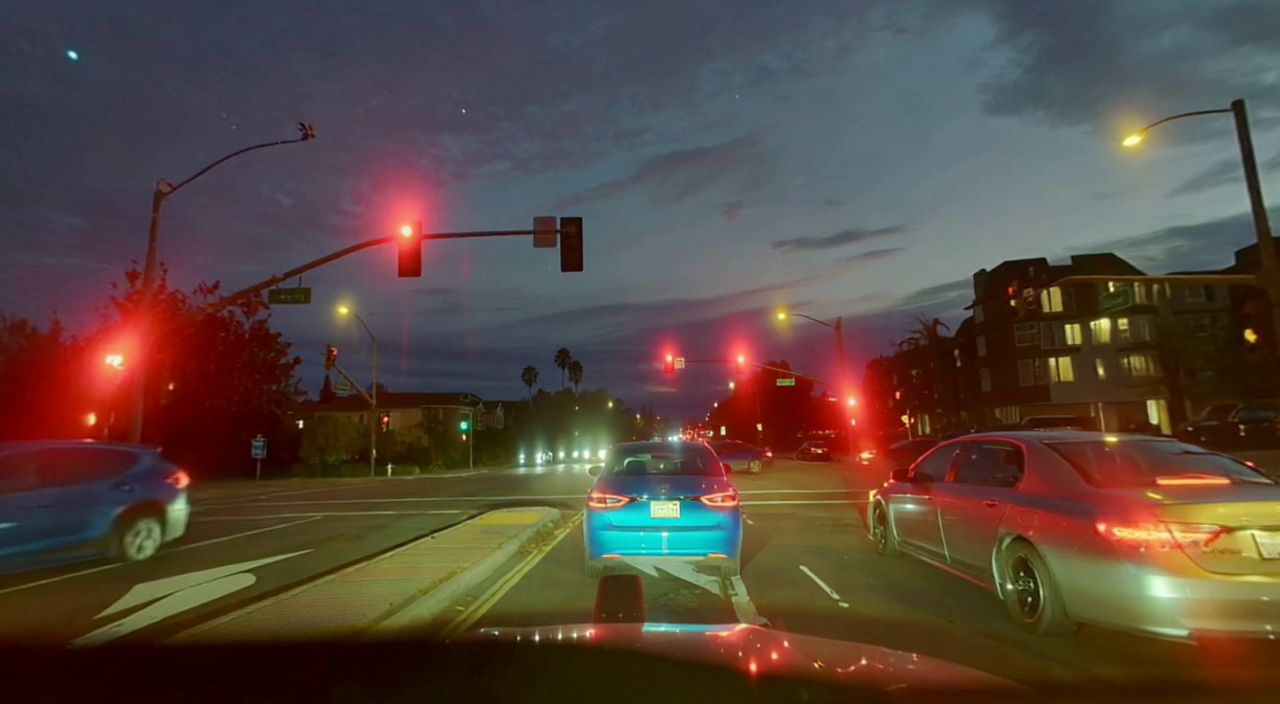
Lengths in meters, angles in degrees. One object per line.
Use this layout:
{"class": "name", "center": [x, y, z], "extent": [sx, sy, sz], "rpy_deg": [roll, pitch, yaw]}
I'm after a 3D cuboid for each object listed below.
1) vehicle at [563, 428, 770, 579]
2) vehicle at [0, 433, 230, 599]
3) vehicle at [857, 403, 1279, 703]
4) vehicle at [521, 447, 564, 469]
{"class": "vehicle", "center": [0.301, 1.818, 8.333], "extent": [2.090, 1.505, 3.756], "rpy_deg": [-1, -9, 1]}
{"class": "vehicle", "center": [-7.540, 1.816, 7.273], "extent": [1.996, 1.705, 4.577], "rpy_deg": [-2, -9, 11]}
{"class": "vehicle", "center": [3.666, 1.341, 5.449], "extent": [1.888, 1.486, 4.681], "rpy_deg": [0, -9, -1]}
{"class": "vehicle", "center": [-6.915, 7.584, 45.306], "extent": [2.093, 1.476, 4.278], "rpy_deg": [-1, -9, 4]}
